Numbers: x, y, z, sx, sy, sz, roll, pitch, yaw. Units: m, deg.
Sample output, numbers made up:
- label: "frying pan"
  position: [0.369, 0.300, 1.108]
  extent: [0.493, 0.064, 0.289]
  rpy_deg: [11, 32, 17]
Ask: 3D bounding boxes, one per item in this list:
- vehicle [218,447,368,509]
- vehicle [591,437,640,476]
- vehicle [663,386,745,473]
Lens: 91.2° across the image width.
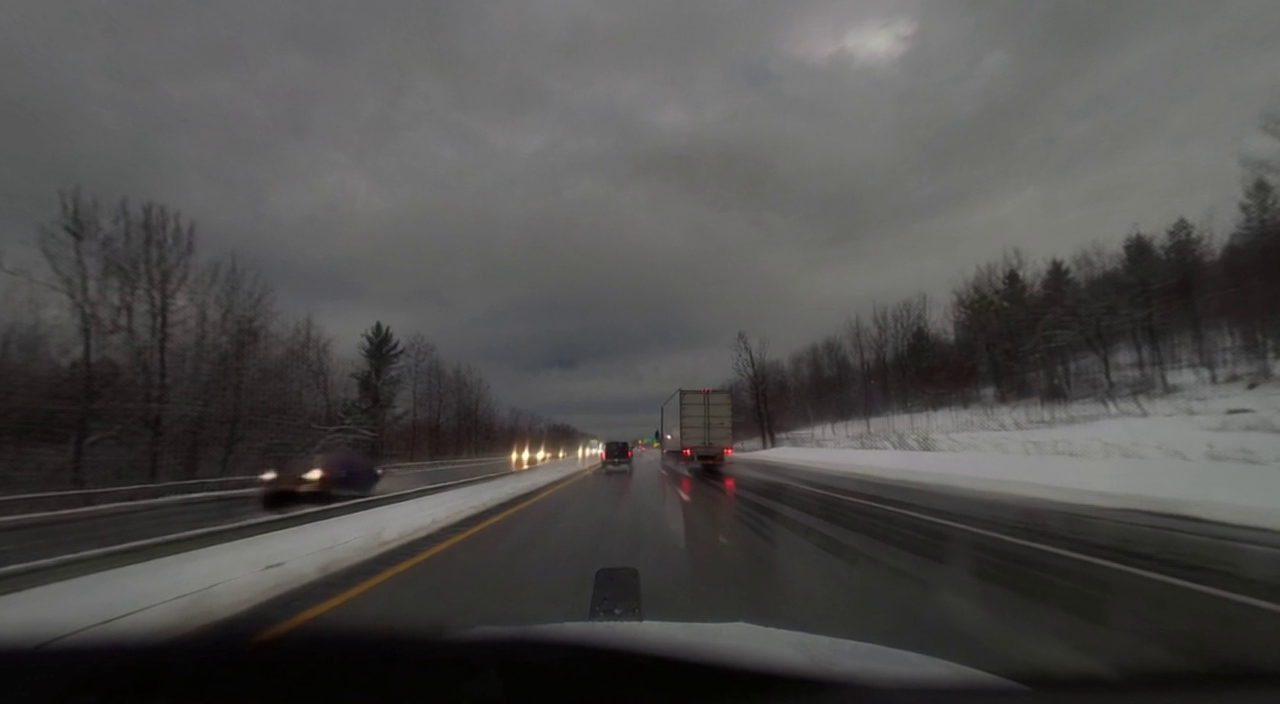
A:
- label: "vehicle"
  position: [-9.818, 3.554, 18.168]
  extent: [1.946, 1.550, 4.142]
  rpy_deg: [-1, -9, 0]
- label: "vehicle"
  position: [-1.084, 4.927, 29.713]
  extent: [2.151, 1.693, 4.201]
  rpy_deg: [-1, -9, -1]
- label: "vehicle"
  position: [3.254, 4.683, 36.445]
  extent: [3.068, 4.042, 13.787]
  rpy_deg: [0, -9, -1]
